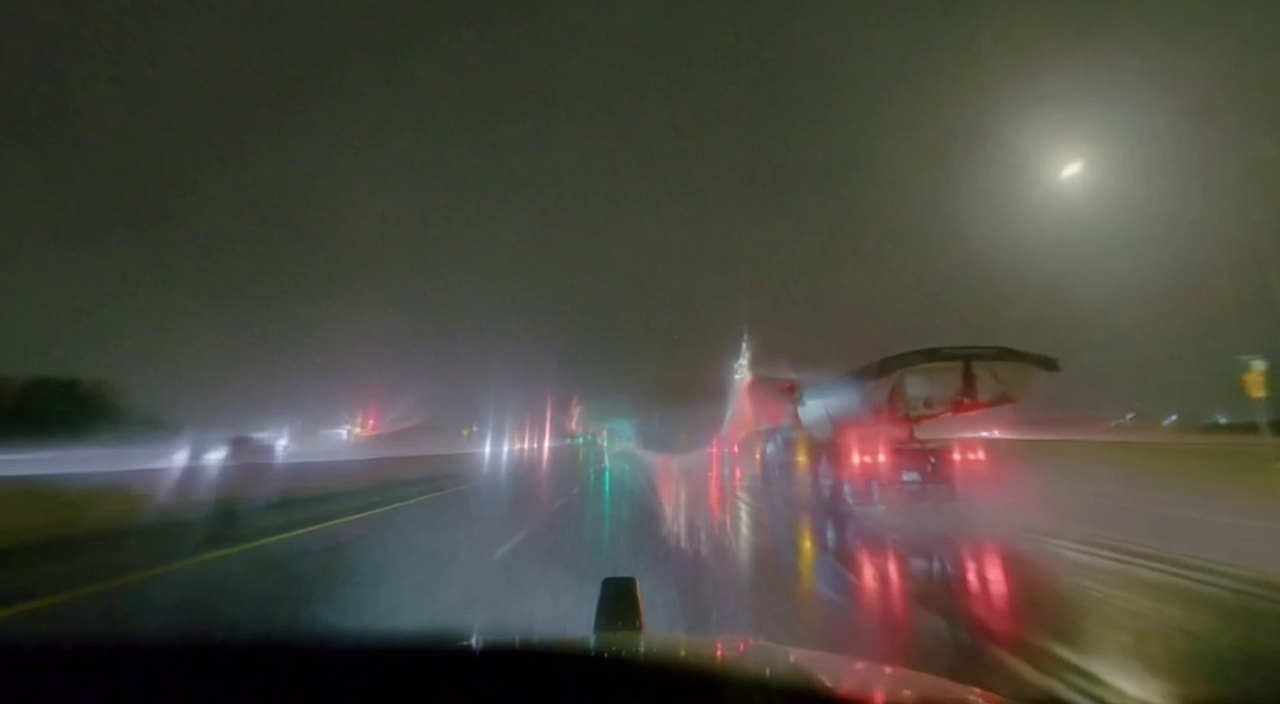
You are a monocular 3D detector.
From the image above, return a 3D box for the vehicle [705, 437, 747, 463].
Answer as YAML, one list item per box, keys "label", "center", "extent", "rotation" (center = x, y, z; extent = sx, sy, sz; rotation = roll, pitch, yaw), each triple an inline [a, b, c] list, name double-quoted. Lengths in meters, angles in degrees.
- label: "vehicle"
  center: [6.000, 6.934, 44.658]
  extent: [2.104, 1.723, 4.538]
  rotation: [0, -9, -3]

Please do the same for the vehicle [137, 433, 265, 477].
- label: "vehicle"
  center: [-20.156, 4.757, 29.373]
  extent: [2.362, 1.865, 5.180]
  rotation: [0, -8, -2]

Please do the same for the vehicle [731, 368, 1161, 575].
- label: "vehicle"
  center: [3.637, 1.769, 10.325]
  extent: [2.981, 2.053, 7.897]
  rotation: [0, -8, -1]
